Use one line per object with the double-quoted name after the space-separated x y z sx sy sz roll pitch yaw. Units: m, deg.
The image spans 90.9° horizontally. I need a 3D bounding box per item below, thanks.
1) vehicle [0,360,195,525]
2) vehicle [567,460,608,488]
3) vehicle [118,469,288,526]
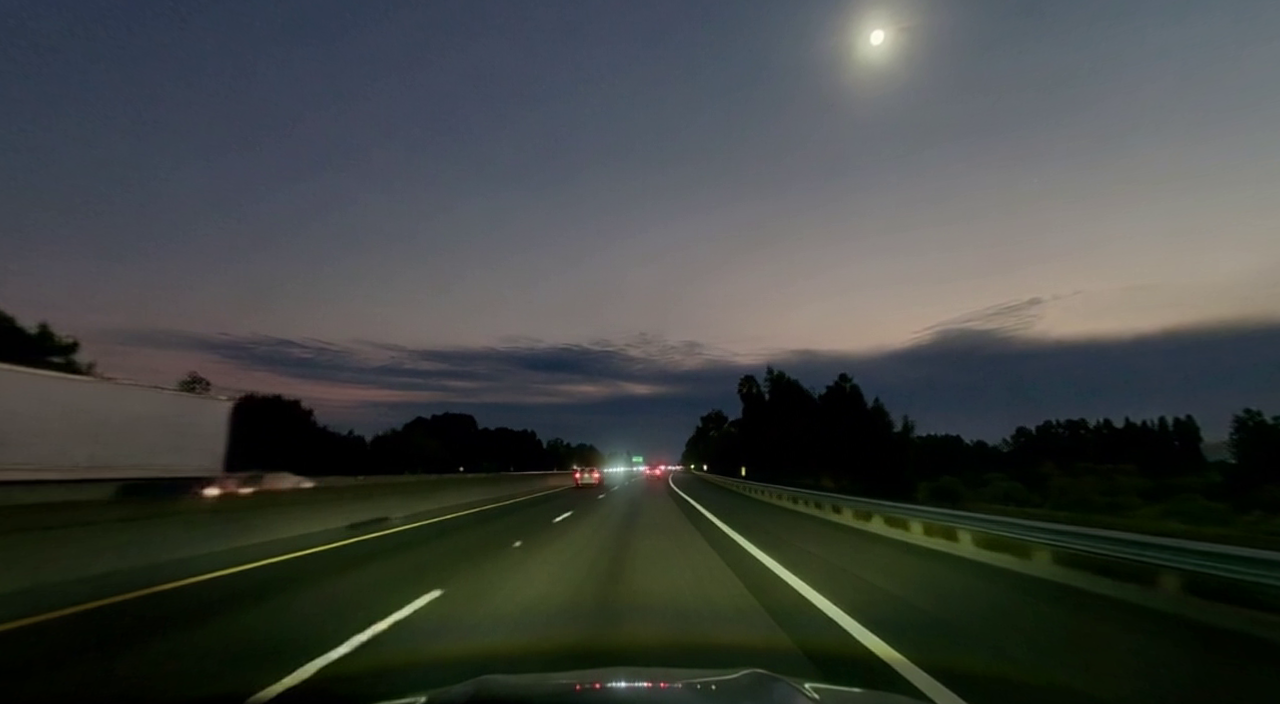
-17.329 2.693 18.174 2.842 4.039 7.958 1 -11 1 "vehicle"
-3.451 8.166 42.242 2.160 1.721 4.368 1 -11 2 "vehicle"
-12.601 4.195 18.599 1.860 1.444 4.291 1 -11 1 "vehicle"
